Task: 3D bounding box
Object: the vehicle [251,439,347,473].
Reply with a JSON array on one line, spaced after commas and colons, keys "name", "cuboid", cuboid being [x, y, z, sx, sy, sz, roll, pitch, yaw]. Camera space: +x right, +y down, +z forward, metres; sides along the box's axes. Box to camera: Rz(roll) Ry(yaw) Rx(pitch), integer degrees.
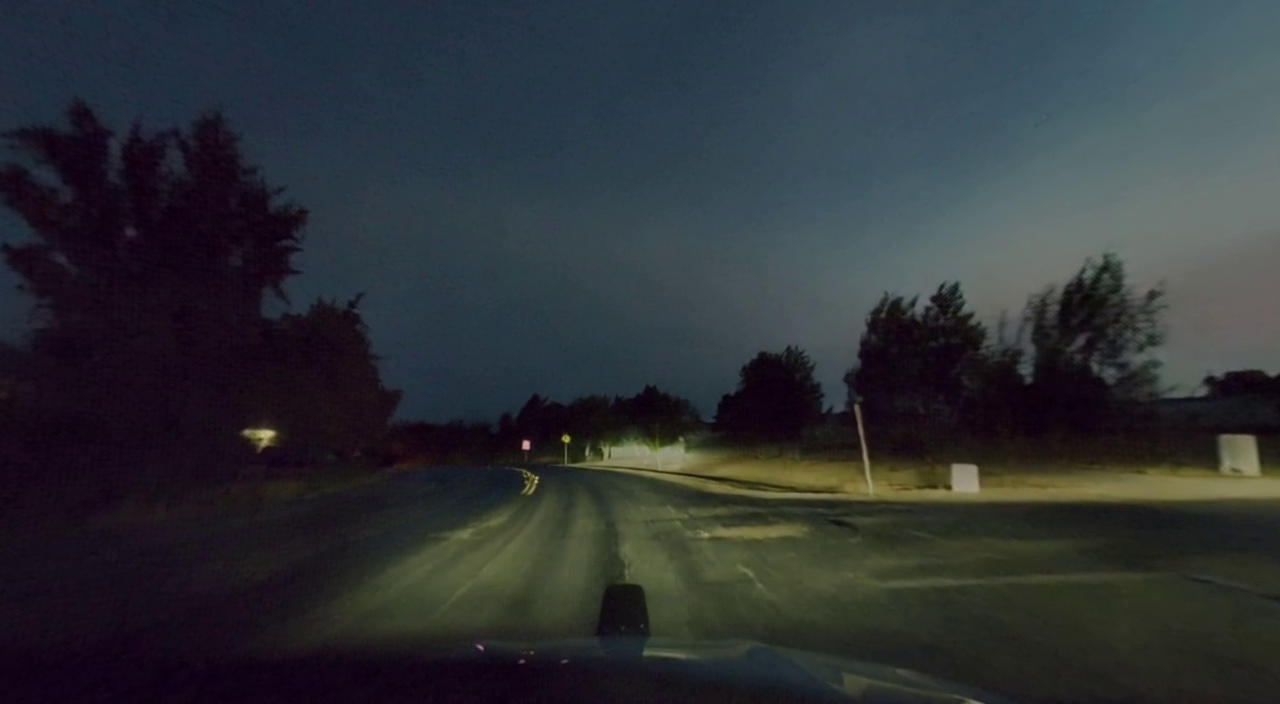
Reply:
[{"name": "vehicle", "cuboid": [-19.982, 6.061, 36.966, 4.562, 1.857, 2.129, -2, -9, 14]}]
